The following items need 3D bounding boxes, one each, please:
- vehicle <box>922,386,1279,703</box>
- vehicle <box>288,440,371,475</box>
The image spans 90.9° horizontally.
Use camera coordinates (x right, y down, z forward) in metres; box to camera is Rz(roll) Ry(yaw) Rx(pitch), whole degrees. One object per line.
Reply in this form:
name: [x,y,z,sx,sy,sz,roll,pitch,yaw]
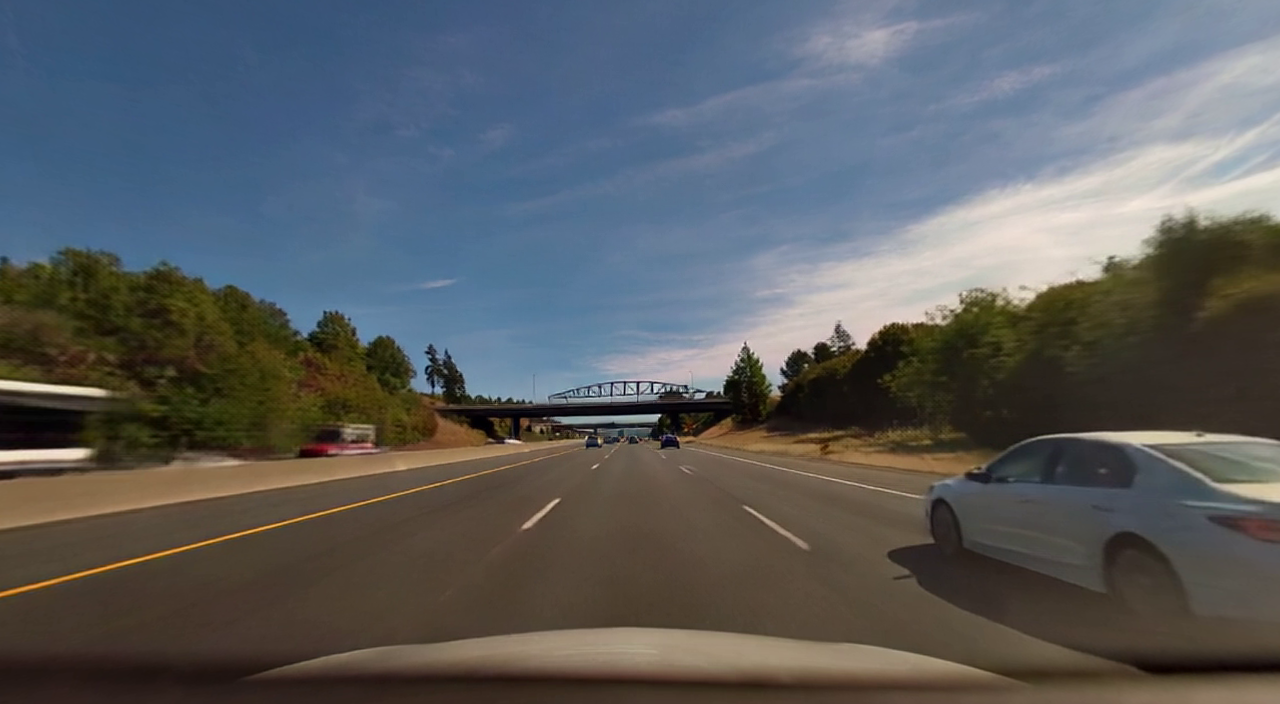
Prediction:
vehicle: [3.978,1.110,4.243,2.031,1.531,4.365,0,-8,-2]
vehicle: [-16.709,5.674,34.272,1.934,1.737,5.320,0,-8,-1]
